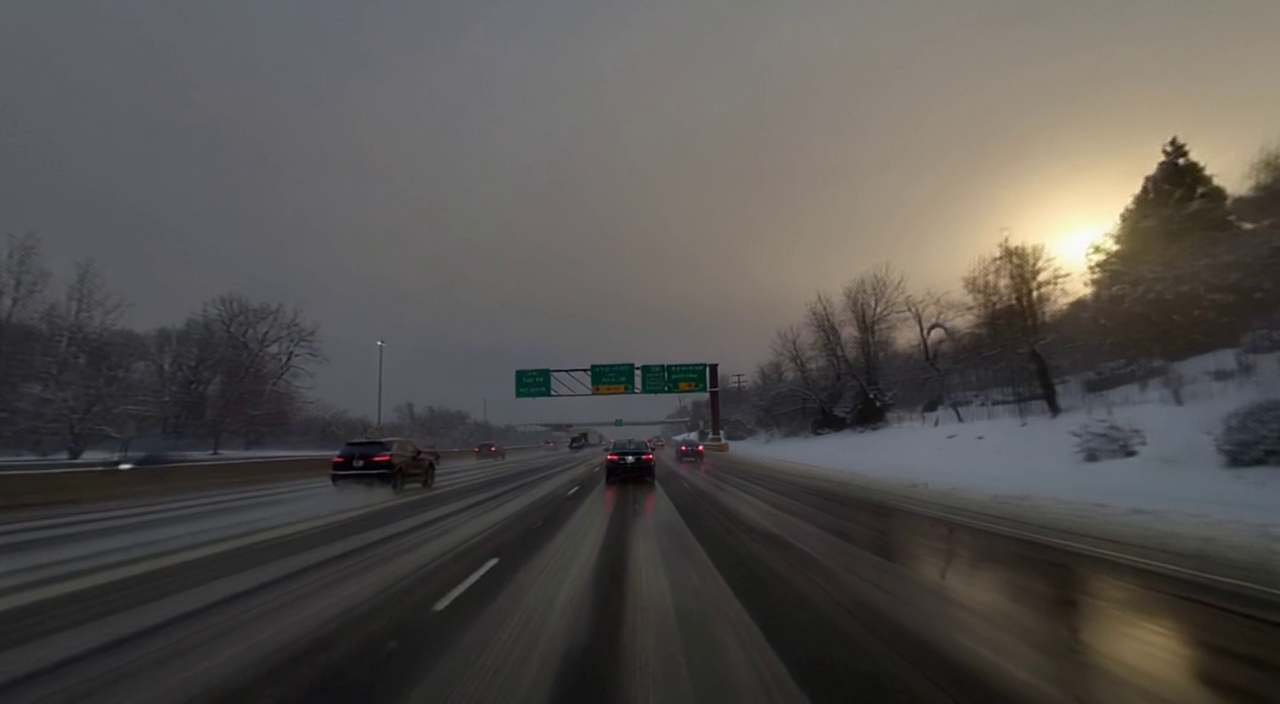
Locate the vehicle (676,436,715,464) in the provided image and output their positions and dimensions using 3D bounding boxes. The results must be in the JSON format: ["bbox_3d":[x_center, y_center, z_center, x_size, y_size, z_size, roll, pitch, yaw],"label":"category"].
[{"bbox_3d":[3.615,6.473,41.853,2.100,1.707,4.342,0,-8,-2],"label":"vehicle"}]

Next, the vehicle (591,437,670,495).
[{"bbox_3d":[-0.259,3.249,18.397,2.042,1.446,4.269,0,-8,0],"label":"vehicle"}]

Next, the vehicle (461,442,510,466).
[{"bbox_3d":[-10.518,6.971,43.366,2.019,1.510,4.992,0,-8,1],"label":"vehicle"}]

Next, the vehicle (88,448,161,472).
[{"bbox_3d":[-32.673,6.832,40.083,1.606,1.402,3.428,-1,-8,2],"label":"vehicle"}]

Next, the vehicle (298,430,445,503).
[{"bbox_3d":[-6.910,2.988,16.837,2.060,1.669,4.242,0,-8,0],"label":"vehicle"}]
